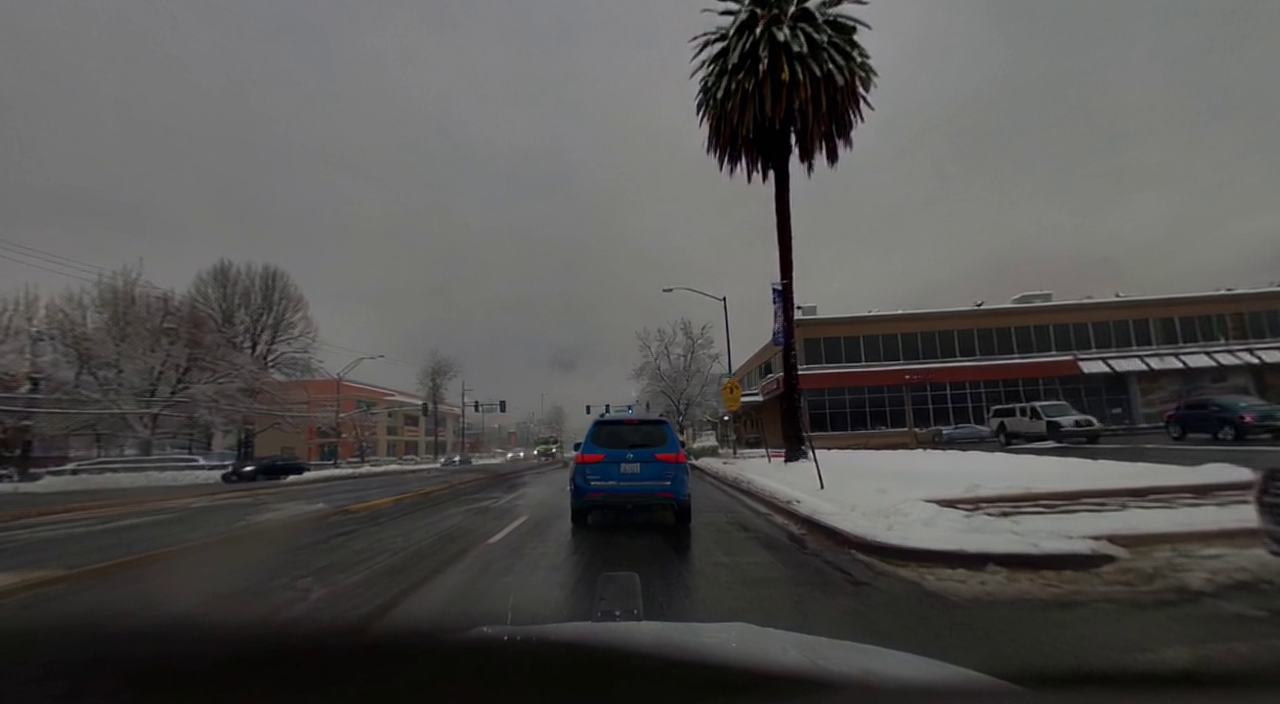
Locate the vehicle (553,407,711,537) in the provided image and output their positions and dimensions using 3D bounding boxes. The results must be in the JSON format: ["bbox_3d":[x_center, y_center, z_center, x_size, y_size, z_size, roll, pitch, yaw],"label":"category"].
[{"bbox_3d":[-0.154,1.991,10.966,2.234,1.818,3.869,0,-8,-1],"label":"vehicle"}]

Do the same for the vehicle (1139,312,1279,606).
[{"bbox_3d":[6.219,0.603,3.580,4.828,1.733,2.231,0,-9,0],"label":"vehicle"}]

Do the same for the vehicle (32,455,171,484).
[{"bbox_3d":[-28.244,6.156,33.380,5.154,1.343,1.943,4,-9,-24],"label":"vehicle"}]

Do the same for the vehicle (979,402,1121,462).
[{"bbox_3d":[16.070,3.163,24.624,6.060,2.047,2.490,6,-11,-36],"label":"vehicle"}]
